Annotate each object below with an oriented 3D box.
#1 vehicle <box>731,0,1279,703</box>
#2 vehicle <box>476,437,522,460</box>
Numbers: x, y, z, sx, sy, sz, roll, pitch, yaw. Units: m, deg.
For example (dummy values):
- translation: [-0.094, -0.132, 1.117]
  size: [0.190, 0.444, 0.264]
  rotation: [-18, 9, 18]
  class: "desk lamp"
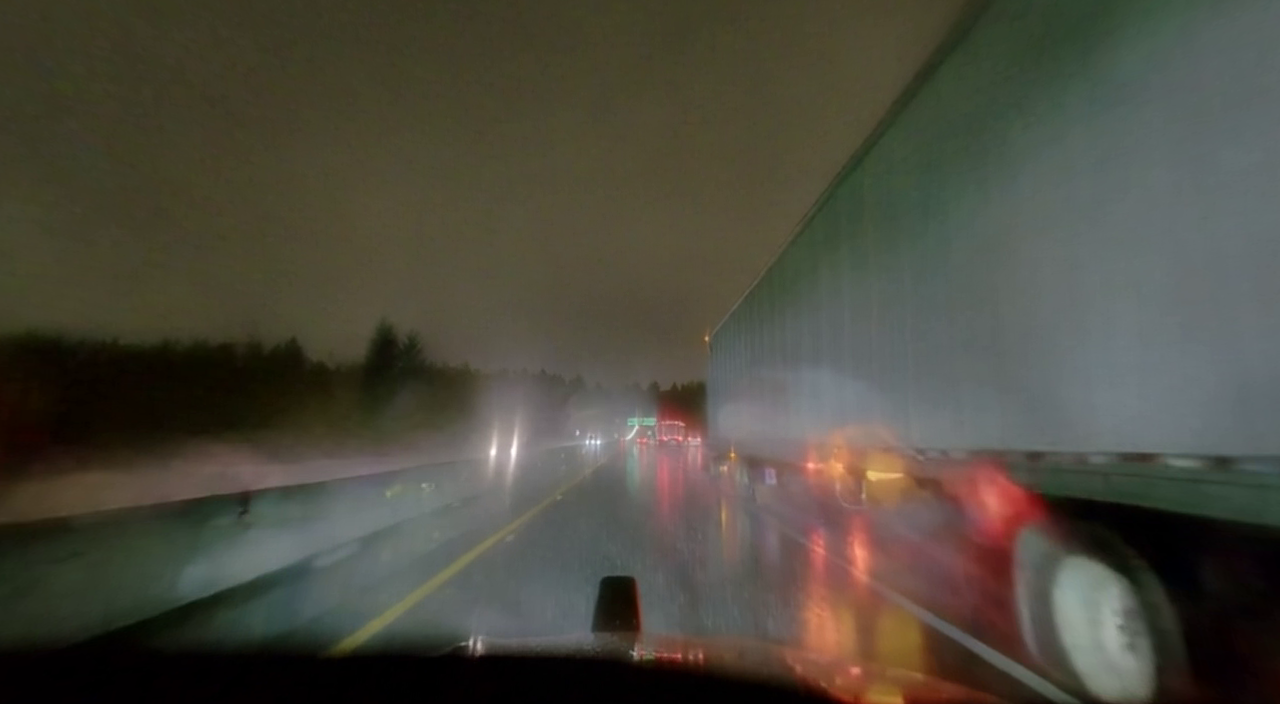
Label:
- translation: [3.535, 0.150, 6.495]
  size: [2.954, 3.995, 13.335]
  rotation: [0, -8, -1]
  class: "vehicle"
- translation: [-9.529, 6.539, 42.931]
  size: [2.106, 1.457, 4.262]
  rotation: [0, -8, 0]
  class: "vehicle"
